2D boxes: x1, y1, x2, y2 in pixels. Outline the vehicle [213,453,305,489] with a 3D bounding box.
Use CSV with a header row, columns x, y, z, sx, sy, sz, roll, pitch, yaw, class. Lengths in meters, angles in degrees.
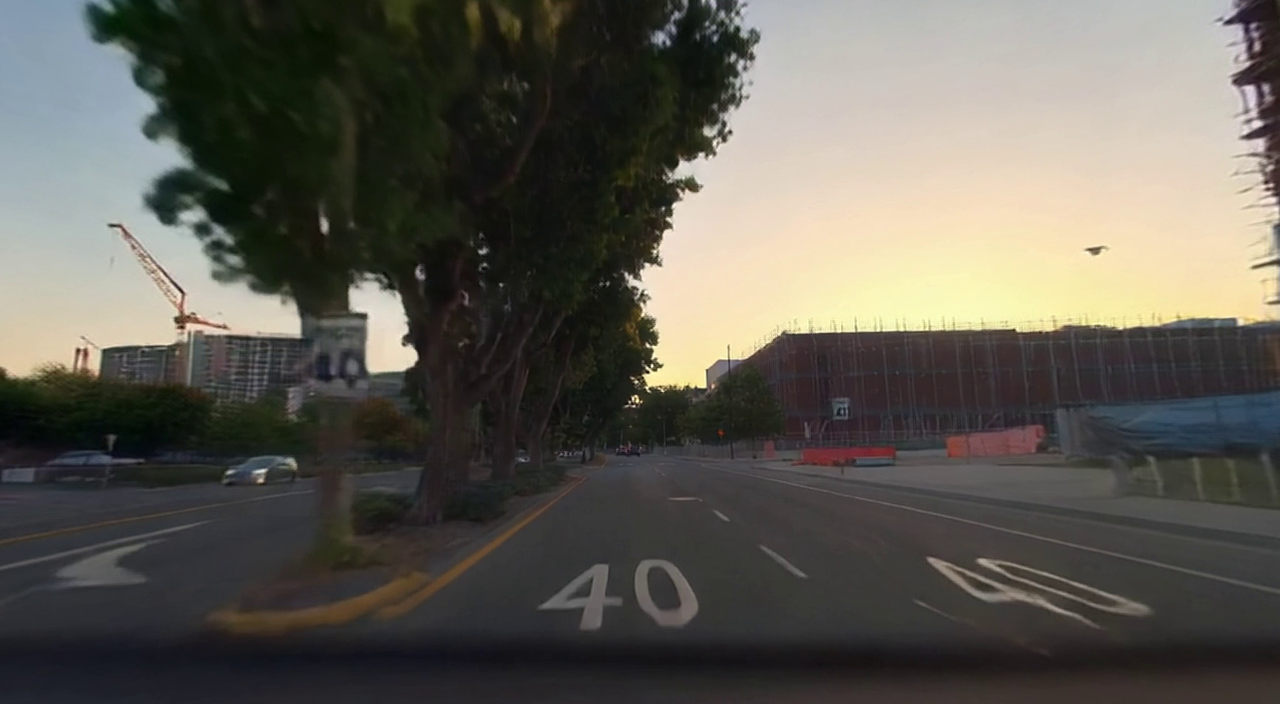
x,y,z,sx,sy,sz,roll,pitch,yaw,class
-18.420,5.757,30.822,1.877,1.557,4.423,0,-9,-3,vehicle
